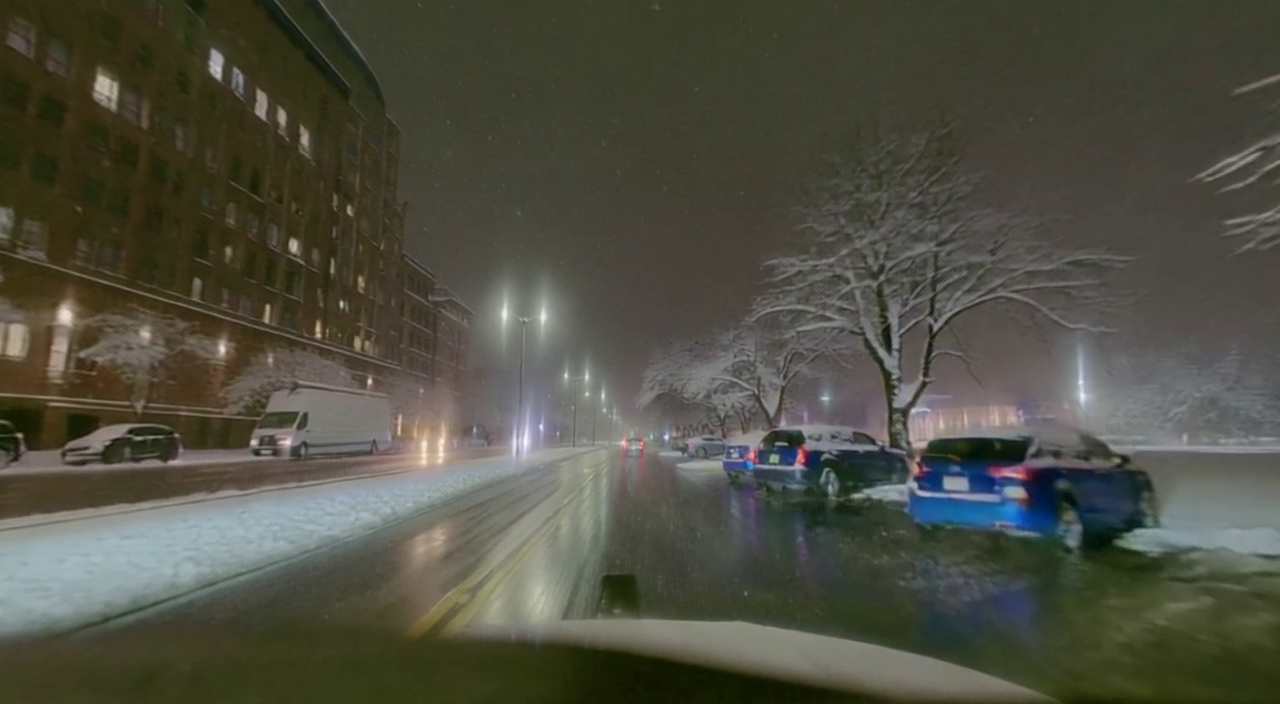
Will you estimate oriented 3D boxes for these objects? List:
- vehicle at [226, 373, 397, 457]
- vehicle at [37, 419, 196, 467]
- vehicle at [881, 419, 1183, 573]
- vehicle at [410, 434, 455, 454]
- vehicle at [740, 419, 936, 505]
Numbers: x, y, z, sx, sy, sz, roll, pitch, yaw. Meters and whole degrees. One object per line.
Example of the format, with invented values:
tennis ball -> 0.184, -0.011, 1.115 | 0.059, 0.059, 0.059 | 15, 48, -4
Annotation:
vehicle -> -19.045, 4.122, 38.369 | 3.054, 4.140, 14.110 | -1, -8, -1
vehicle -> -18.714, 3.293, 22.841 | 1.909, 1.518, 4.459 | -1, -8, 0
vehicle -> 5.097, 1.626, 7.970 | 4.275, 1.428, 1.774 | 6, -10, -38
vehicle -> -15.914, 7.106, 48.612 | 1.909, 1.465, 4.758 | 0, -8, -1
vehicle -> 4.648, 2.450, 14.523 | 4.585, 1.660, 1.969 | 6, -10, -37
